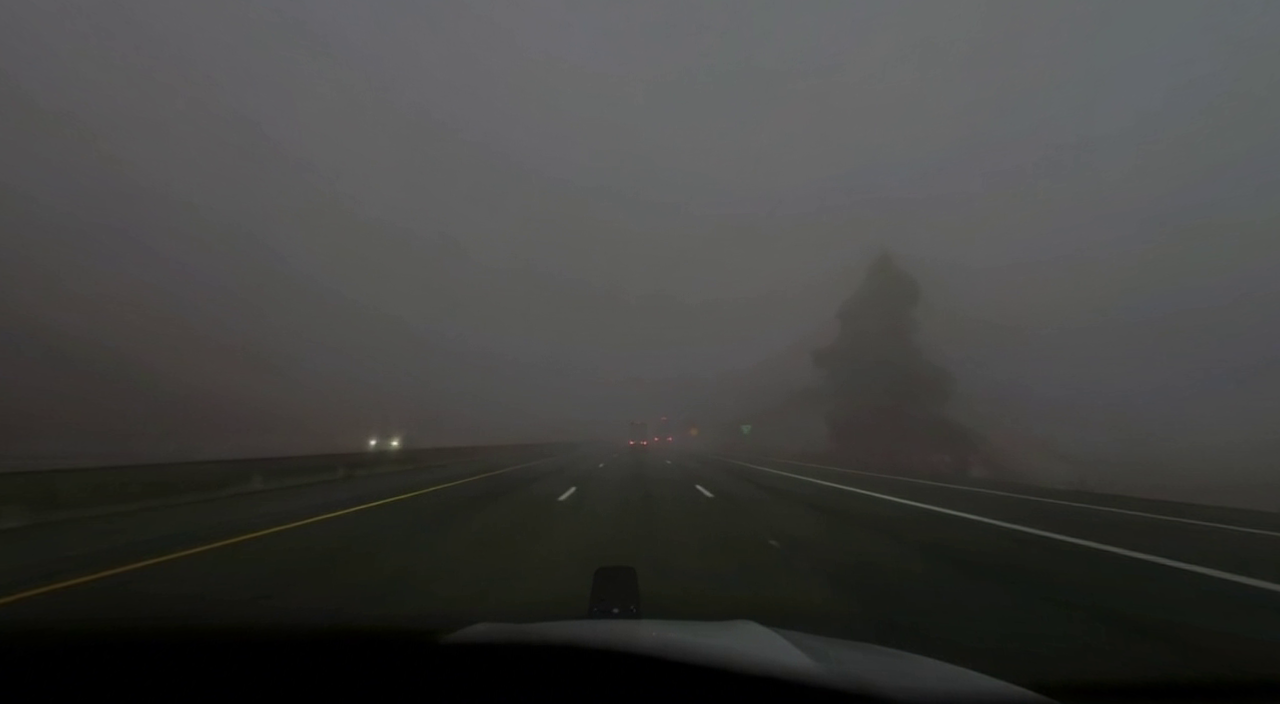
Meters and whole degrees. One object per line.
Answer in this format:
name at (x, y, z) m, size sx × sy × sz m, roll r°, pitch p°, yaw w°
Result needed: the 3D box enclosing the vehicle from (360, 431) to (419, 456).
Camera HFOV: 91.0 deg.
vehicle at (-16.038, 5.890, 40.554) m, size 1.904 × 1.543 × 4.637 m, roll 0°, pitch -8°, yaw -1°
